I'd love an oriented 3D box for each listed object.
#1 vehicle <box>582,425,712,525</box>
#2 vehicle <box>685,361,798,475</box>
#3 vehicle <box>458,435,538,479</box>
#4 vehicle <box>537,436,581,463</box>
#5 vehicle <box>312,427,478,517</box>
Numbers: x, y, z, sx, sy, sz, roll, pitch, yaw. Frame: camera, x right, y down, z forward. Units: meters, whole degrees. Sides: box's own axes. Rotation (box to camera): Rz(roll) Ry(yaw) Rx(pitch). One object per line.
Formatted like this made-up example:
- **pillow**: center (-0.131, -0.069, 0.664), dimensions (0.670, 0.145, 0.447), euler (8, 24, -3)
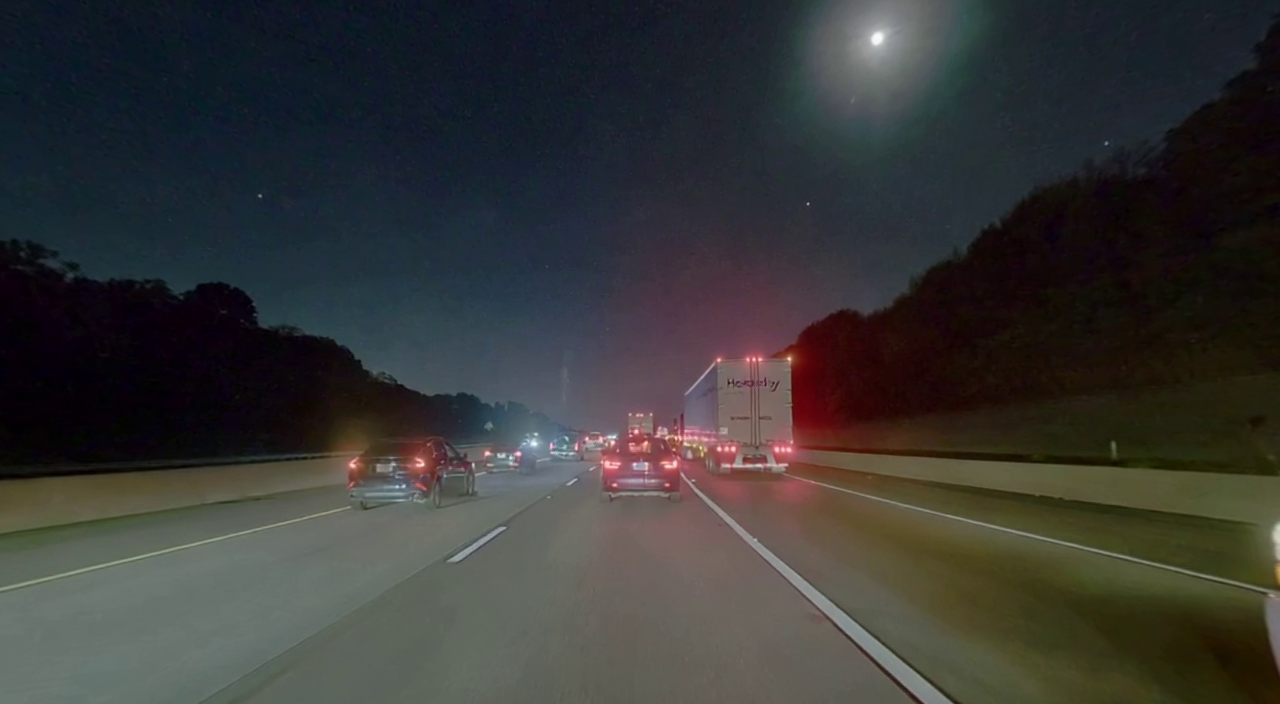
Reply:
- **vehicle**: center (0.100, 2.118, 11.438), dimensions (1.973, 1.505, 3.568), euler (0, -8, 0)
- **vehicle**: center (4.155, 3.321, 29.821), dimensions (2.892, 4.101, 14.252), euler (0, -8, 0)
- **vehicle**: center (-5.046, 3.749, 22.896), dimensions (1.880, 1.458, 3.978), euler (0, -8, 1)
- **vehicle**: center (-4.651, 5.621, 36.642), dimensions (1.887, 1.493, 4.411), euler (0, -8, 1)
- **vehicle**: center (-4.647, 2.296, 12.601), dimensions (1.821, 1.514, 3.677), euler (0, -8, 0)
